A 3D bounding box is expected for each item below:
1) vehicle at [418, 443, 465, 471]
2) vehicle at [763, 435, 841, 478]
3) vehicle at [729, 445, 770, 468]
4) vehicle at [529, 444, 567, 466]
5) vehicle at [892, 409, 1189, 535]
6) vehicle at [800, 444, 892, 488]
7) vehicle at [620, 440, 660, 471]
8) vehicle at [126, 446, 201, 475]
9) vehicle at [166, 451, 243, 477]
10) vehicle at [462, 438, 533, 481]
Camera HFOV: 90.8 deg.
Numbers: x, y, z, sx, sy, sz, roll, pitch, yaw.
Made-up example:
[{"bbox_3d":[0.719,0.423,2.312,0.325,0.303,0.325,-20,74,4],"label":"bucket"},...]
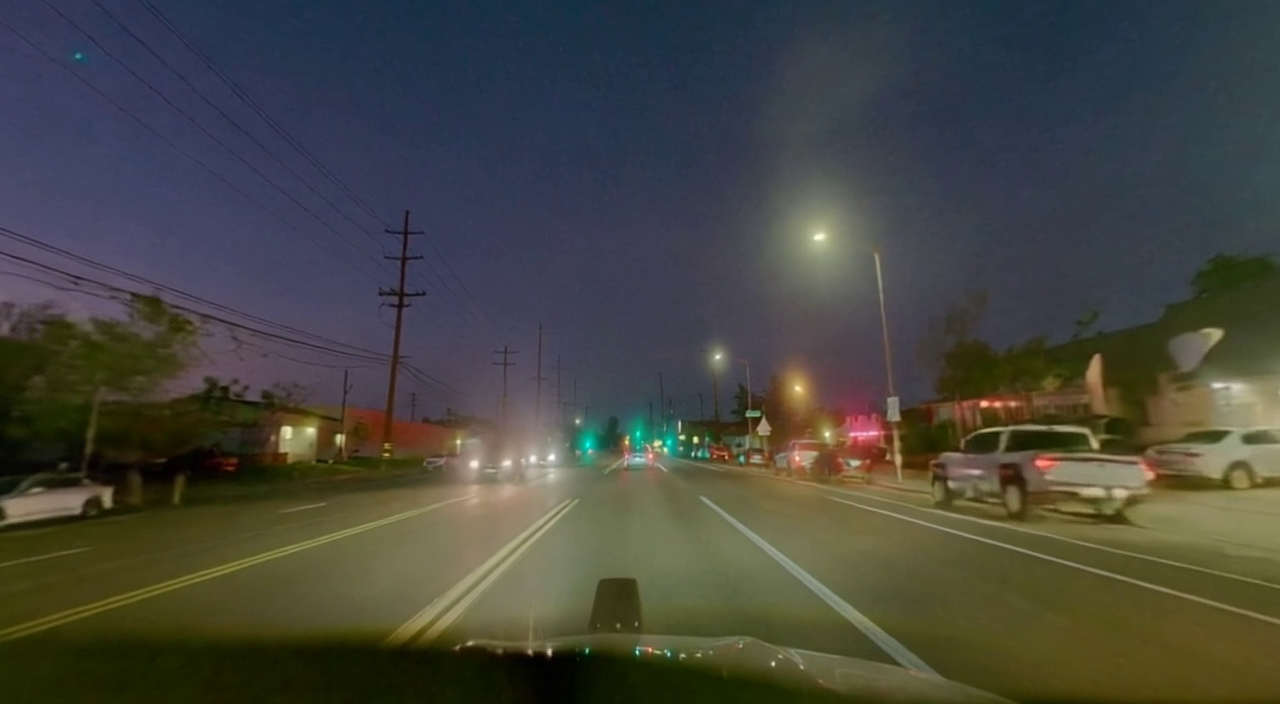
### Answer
[{"bbox_3d":[-14.518,7.689,46.499,1.981,1.761,4.652,-2,-7,0],"label":"vehicle"},{"bbox_3d":[7.673,4.982,30.542,2.188,1.903,5.324,0,-8,-2],"label":"vehicle"},{"bbox_3d":[7.614,7.260,44.245,1.936,1.479,4.736,0,-8,-1],"label":"vehicle"},{"bbox_3d":[-6.573,7.459,45.850,2.018,1.466,4.631,0,-8,1],"label":"vehicle"},{"bbox_3d":[7.675,2.366,13.253,2.370,2.022,5.918,0,-8,0],"label":"vehicle"},{"bbox_3d":[7.752,4.312,24.276,1.833,1.475,4.648,0,-8,-2],"label":"vehicle"},{"bbox_3d":[-0.041,5.598,34.384,2.067,1.547,4.513,0,-8,-1],"label":"vehicle"},{"bbox_3d":[-30.700,6.949,40.683,4.448,1.788,2.003,-4,-9,28],"label":"vehicle"},{"bbox_3d":[-26.347,6.723,38.203,4.391,1.435,2.011,-5,-9,29],"label":"vehicle"},{"bbox_3d":[-6.140,4.647,27.757,2.096,1.702,4.244,0,-8,0],"label":"vehicle"}]
